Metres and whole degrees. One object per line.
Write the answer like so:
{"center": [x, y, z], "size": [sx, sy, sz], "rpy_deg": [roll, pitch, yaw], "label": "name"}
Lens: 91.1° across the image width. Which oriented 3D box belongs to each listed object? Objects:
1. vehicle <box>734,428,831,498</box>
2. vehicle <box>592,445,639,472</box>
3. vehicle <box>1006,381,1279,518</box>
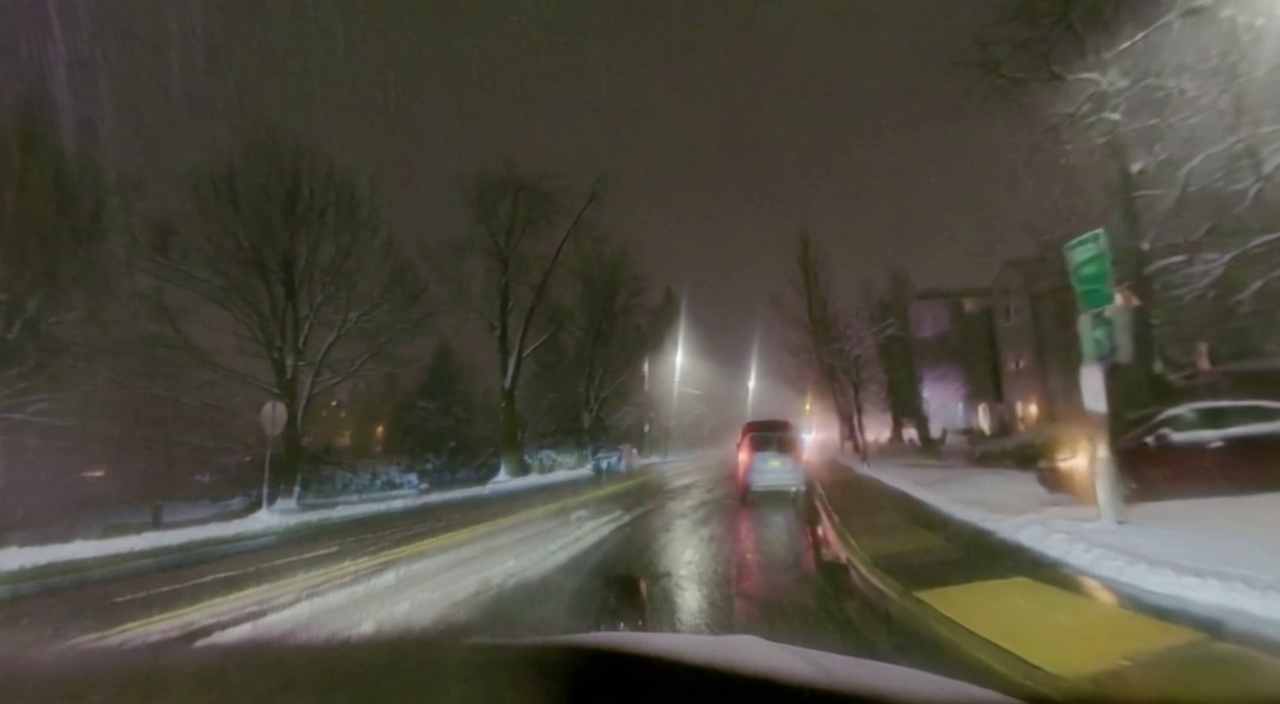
{"center": [3.867, 3.004, 17.396], "size": [2.242, 1.661, 4.273], "rpy_deg": [-2, -9, 11], "label": "vehicle"}
{"center": [-1.539, 6.871, 40.842], "size": [2.033, 1.456, 4.370], "rpy_deg": [-7, -10, 10], "label": "vehicle"}
{"center": [8.345, 1.372, 9.195], "size": [4.595, 1.620, 1.984], "rpy_deg": [-7, -10, 14], "label": "vehicle"}
